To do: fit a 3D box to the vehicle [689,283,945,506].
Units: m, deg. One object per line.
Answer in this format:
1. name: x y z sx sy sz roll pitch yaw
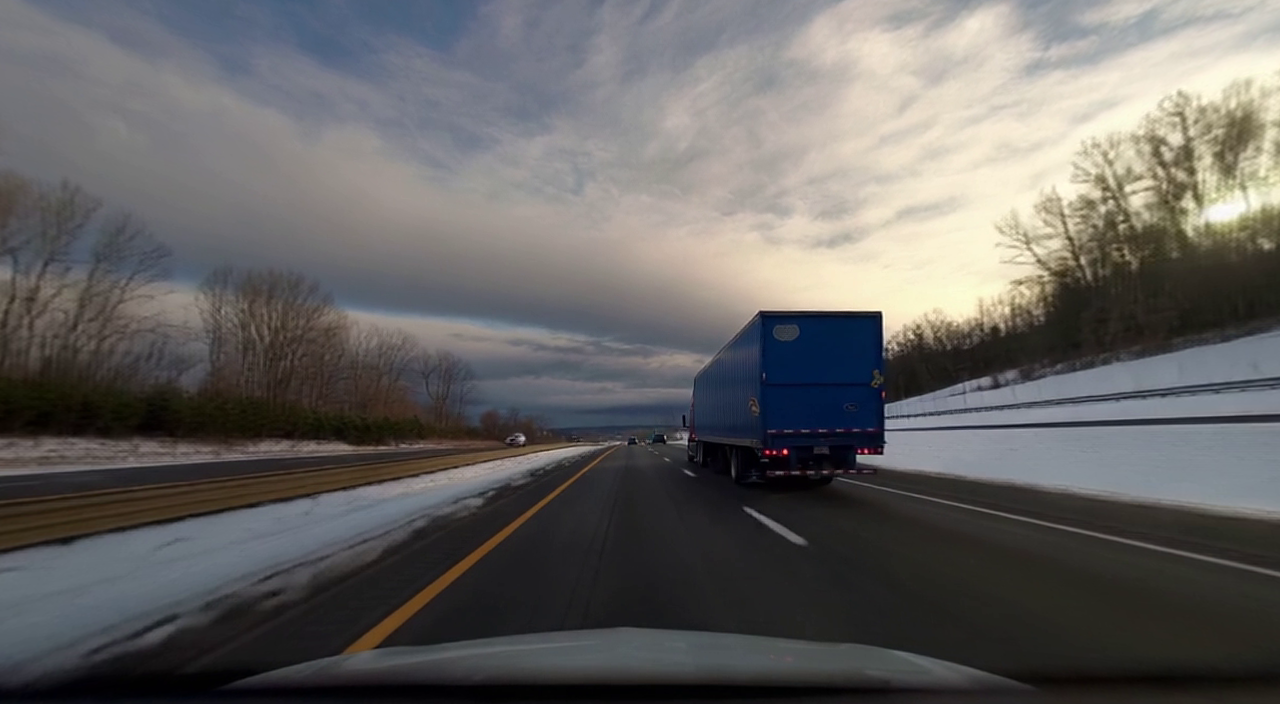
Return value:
1. vehicle: 4.023 1.917 20.563 3.203 4.273 17.131 0 -8 -1
